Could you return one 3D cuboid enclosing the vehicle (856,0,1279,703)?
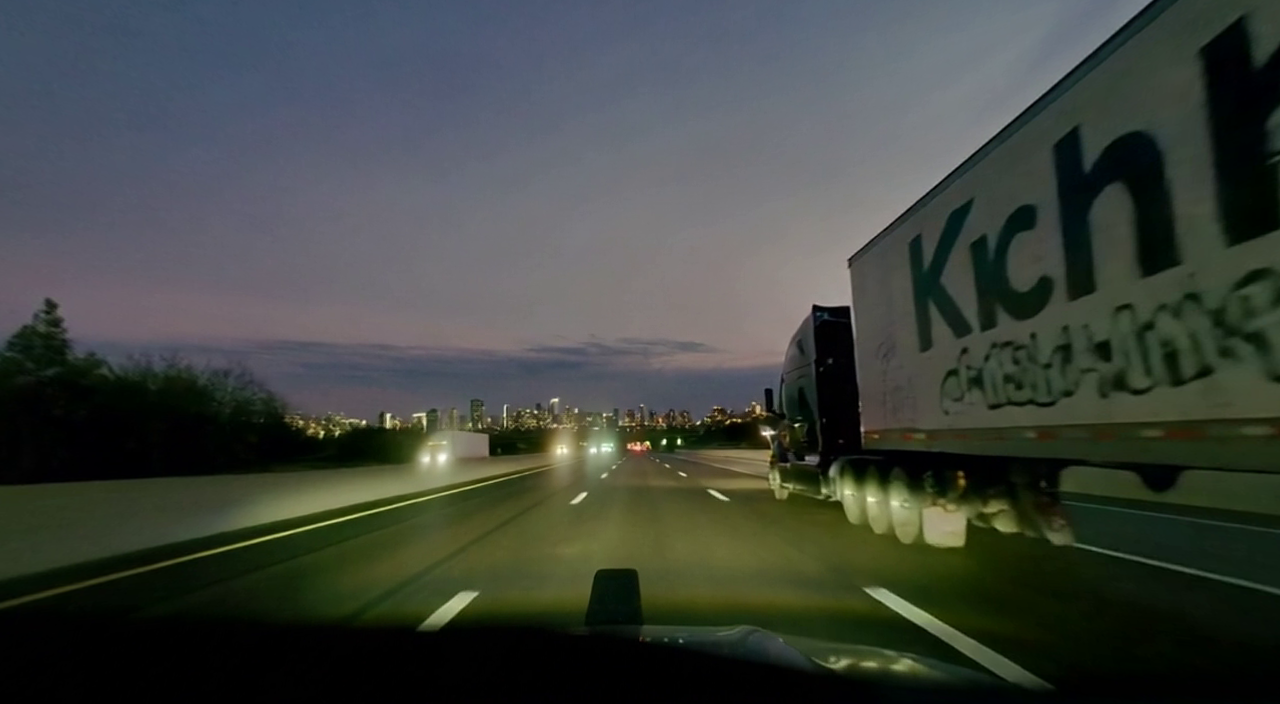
[{"bbox_3d":[4.509,-0.739,1.146,2.993,4.433,13.992,0,-9,-1],"label":"vehicle"}]
